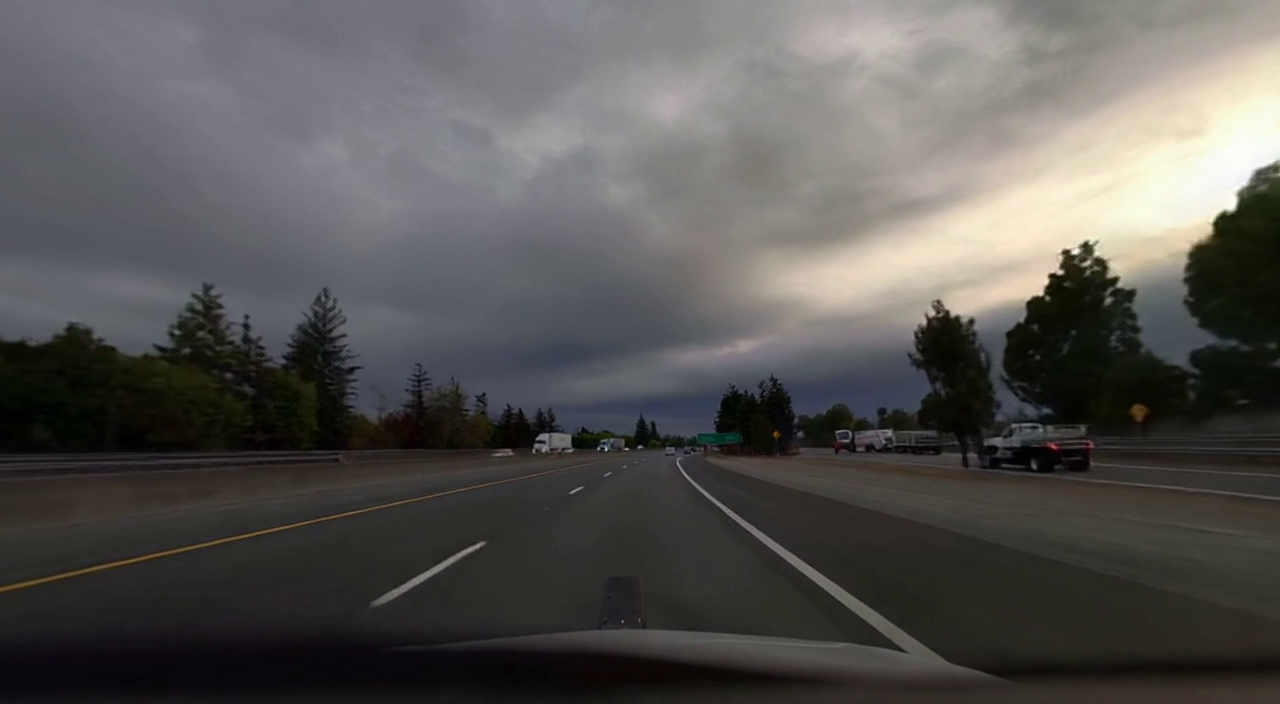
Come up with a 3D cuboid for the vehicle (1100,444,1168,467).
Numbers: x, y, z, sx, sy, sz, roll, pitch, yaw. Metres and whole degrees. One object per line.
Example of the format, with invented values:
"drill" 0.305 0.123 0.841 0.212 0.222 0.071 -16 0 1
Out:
"vehicle" 35.606 7.453 45.560 2.009 1.586 4.354 -2 -9 11
